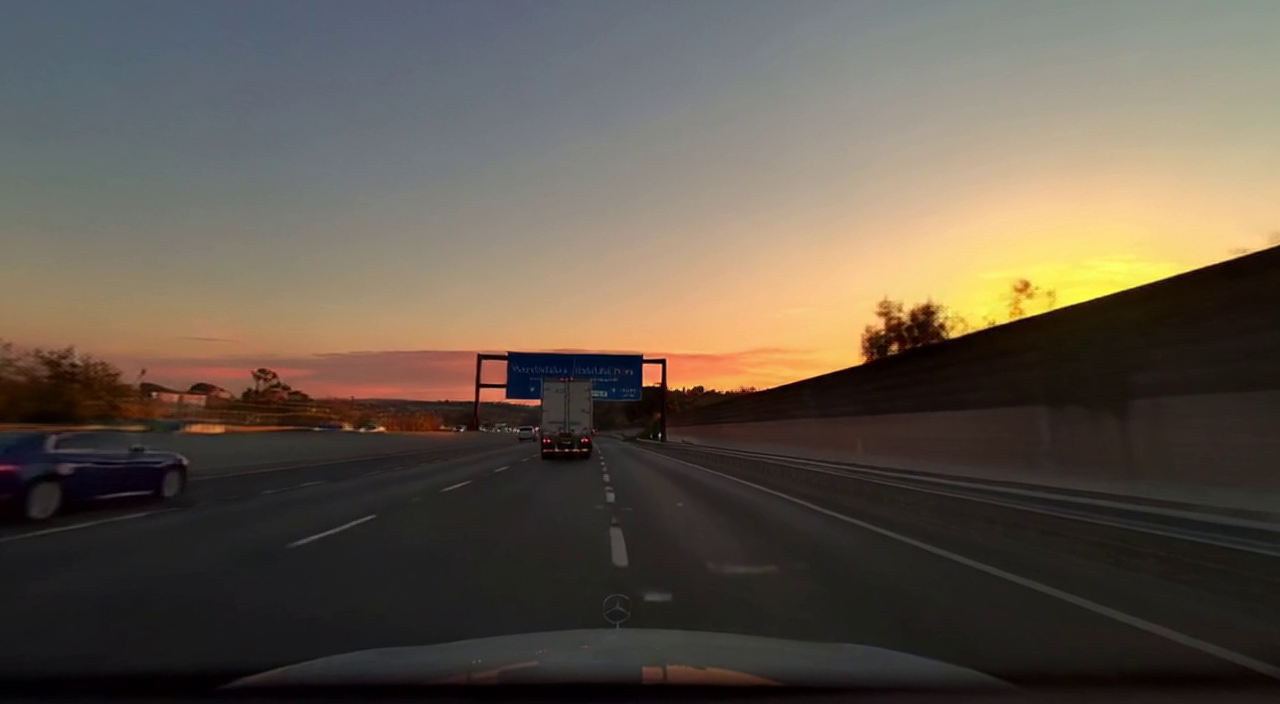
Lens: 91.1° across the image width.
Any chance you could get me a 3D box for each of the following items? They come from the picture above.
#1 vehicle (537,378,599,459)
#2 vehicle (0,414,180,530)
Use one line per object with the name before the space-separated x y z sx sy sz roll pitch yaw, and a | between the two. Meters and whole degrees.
vehicle | -4.015 4.140 37.452 3.002 3.987 12.477 1 -8 -4
vehicle | -9.628 1.724 9.310 2.138 1.531 4.864 0 -8 -3
